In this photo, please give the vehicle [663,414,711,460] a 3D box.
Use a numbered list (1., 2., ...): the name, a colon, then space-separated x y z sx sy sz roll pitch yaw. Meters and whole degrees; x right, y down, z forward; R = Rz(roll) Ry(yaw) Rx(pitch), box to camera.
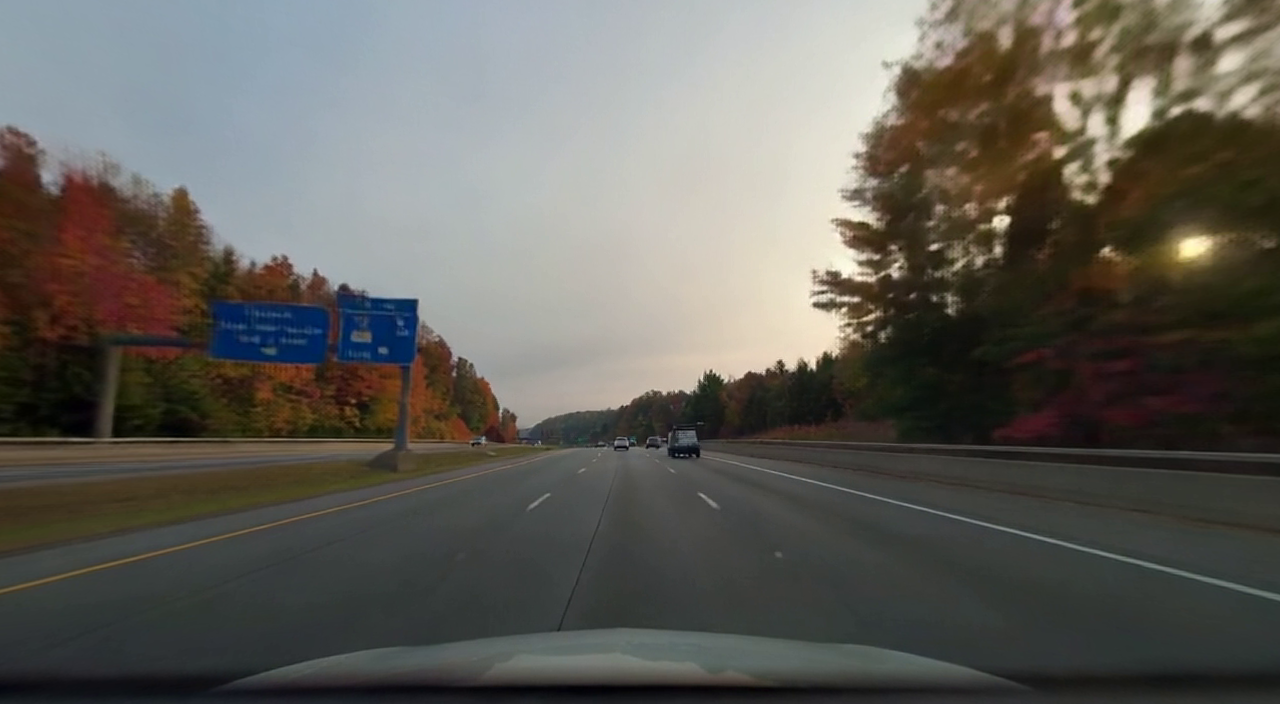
1. vehicle: 2.761 5.260 38.804 2.411 2.614 5.781 0 -8 -1
